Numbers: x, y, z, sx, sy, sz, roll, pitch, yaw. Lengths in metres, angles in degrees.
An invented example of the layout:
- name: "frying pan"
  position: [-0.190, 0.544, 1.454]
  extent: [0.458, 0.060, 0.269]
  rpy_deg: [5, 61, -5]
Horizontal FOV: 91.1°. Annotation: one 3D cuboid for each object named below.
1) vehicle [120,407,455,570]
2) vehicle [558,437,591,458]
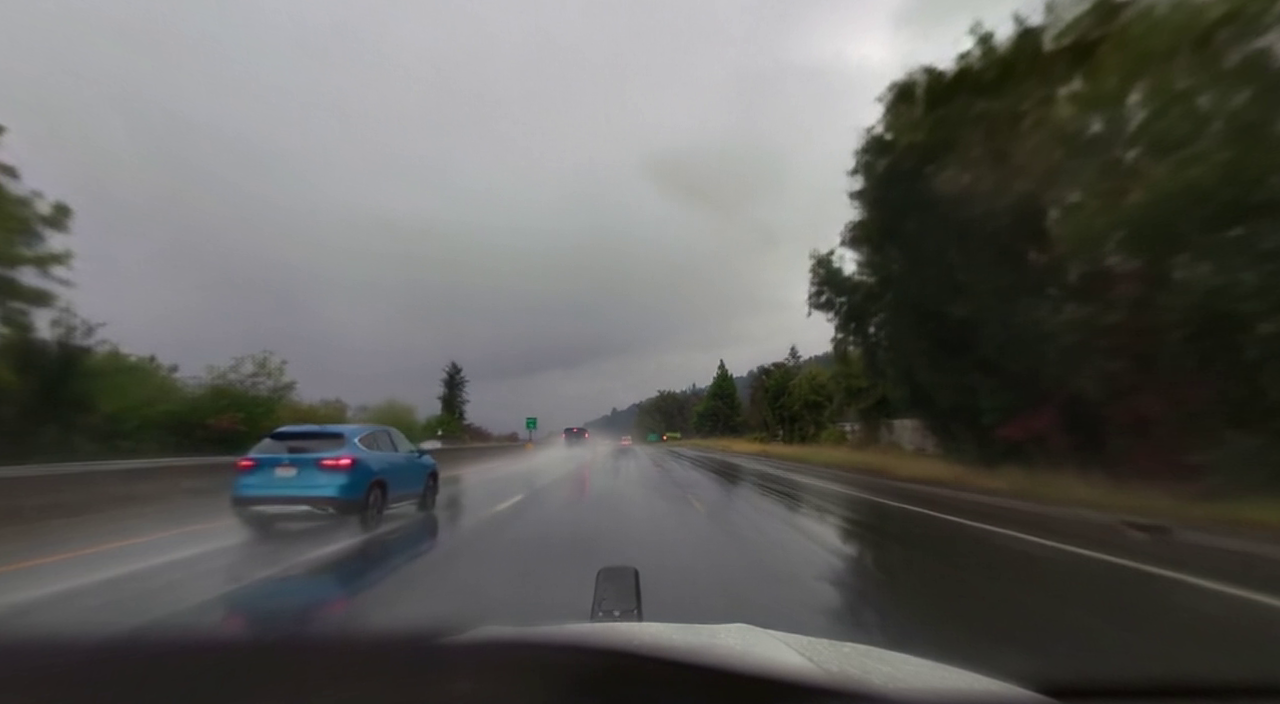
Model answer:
- name: "vehicle"
  position: [-4.263, 1.695, 8.745]
  extent: [2.070, 1.647, 4.577]
  rpy_deg: [0, -8, -1]
- name: "vehicle"
  position: [-4.798, 7.080, 46.737]
  extent: [2.063, 1.496, 4.225]
  rpy_deg: [0, -8, -1]
